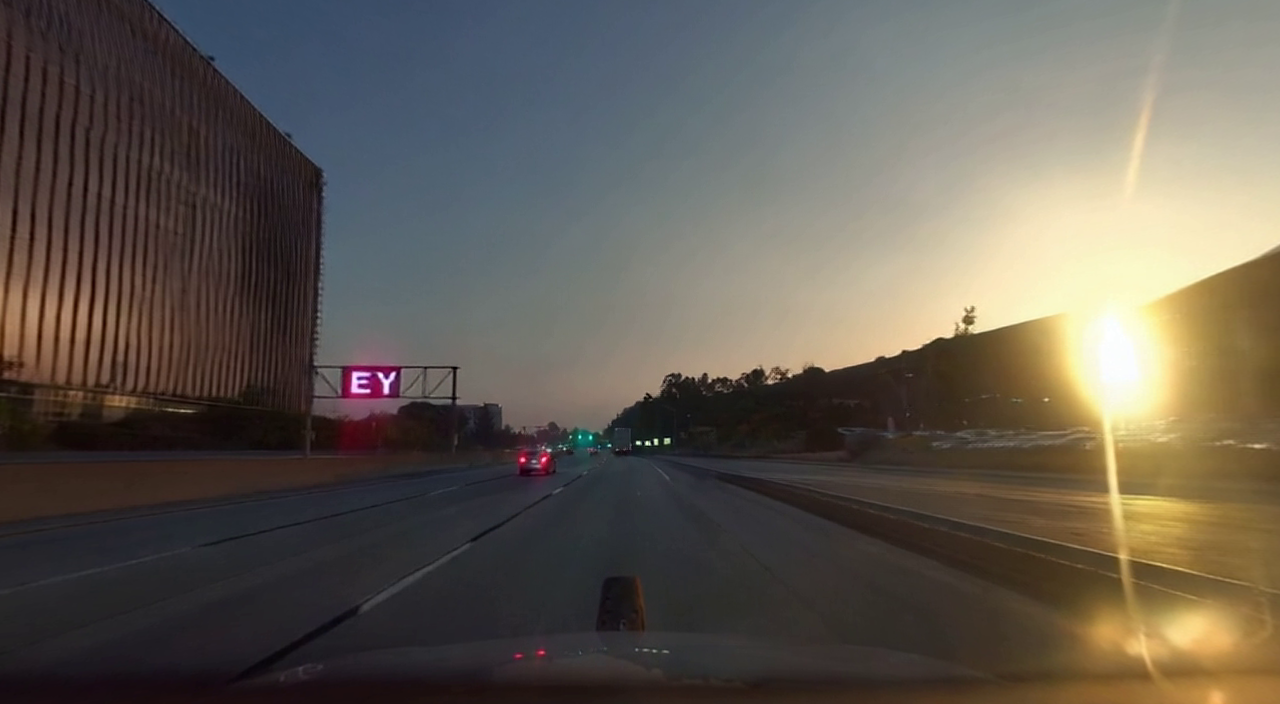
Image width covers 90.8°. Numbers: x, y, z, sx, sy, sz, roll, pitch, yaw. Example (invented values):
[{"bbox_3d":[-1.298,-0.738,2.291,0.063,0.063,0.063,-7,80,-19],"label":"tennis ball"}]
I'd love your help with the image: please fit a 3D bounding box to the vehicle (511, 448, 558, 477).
[{"bbox_3d":[-5.830,6.134,35.335,1.943,1.510,4.201,0,-9,-1],"label":"vehicle"}]
